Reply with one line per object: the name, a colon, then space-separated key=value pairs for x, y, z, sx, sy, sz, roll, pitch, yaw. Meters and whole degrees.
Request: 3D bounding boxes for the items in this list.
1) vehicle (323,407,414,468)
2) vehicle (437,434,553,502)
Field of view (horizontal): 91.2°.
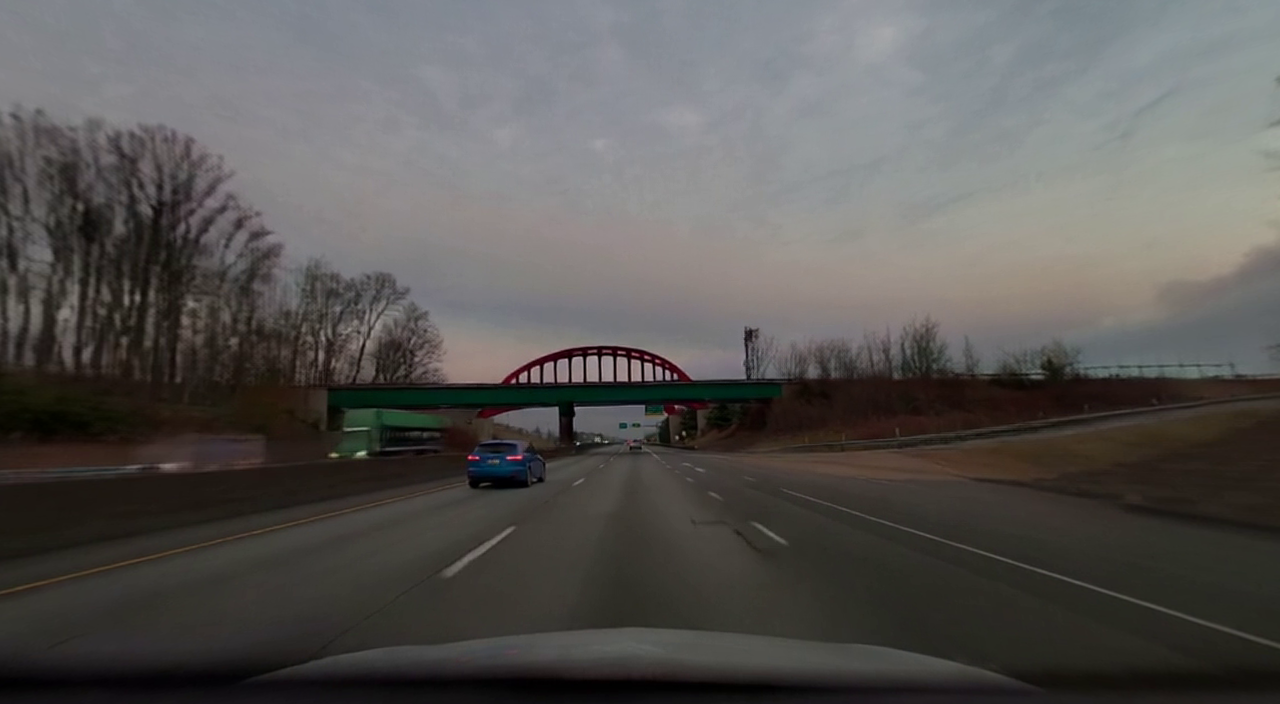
vehicle: x=-18.778 y=5.994 z=43.969 sx=3.180 sy=3.898 sz=7.073 roll=0 pitch=-8 yaw=-1
vehicle: x=-3.663 y=3.025 z=16.776 sx=2.052 sy=1.556 sz=4.405 roll=0 pitch=-9 yaw=0
